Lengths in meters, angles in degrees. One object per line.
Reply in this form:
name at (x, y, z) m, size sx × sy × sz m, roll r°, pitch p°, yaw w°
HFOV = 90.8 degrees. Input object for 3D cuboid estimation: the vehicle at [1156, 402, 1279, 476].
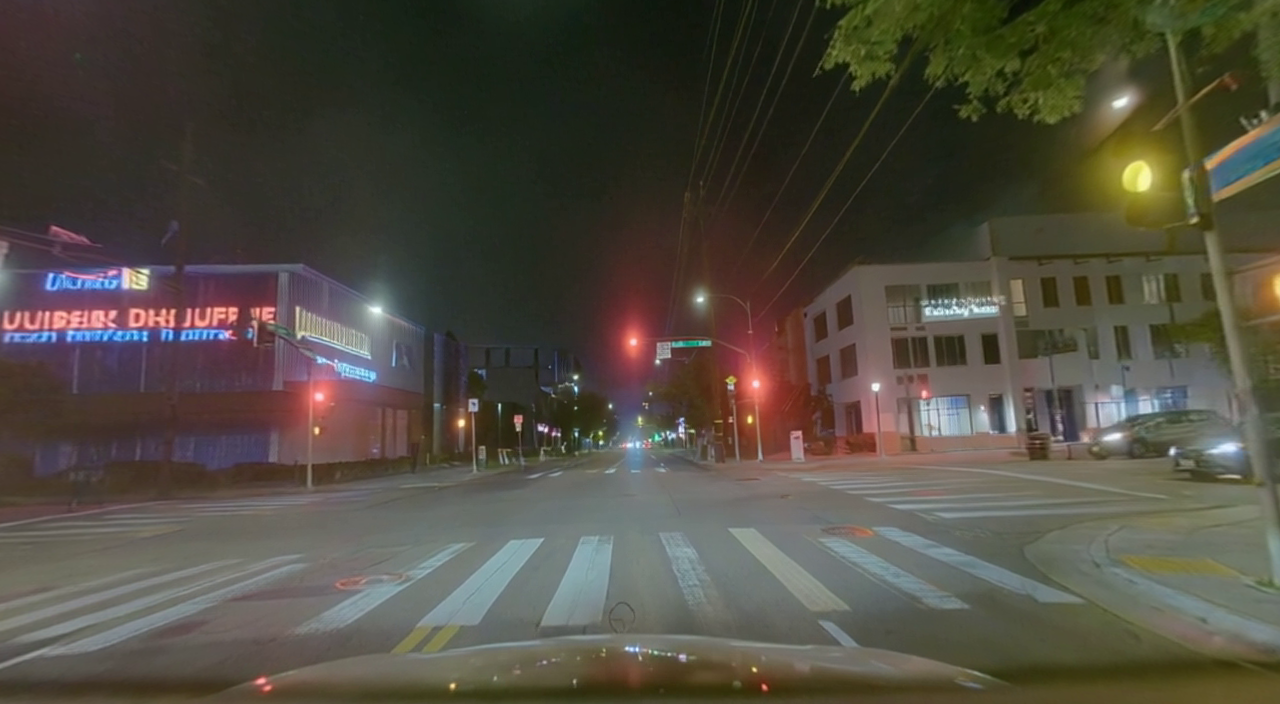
vehicle at (14.440, 1.907, 13.806) m, size 4.632 × 1.484 × 1.907 m, roll 0°, pitch -8°, yaw -1°
